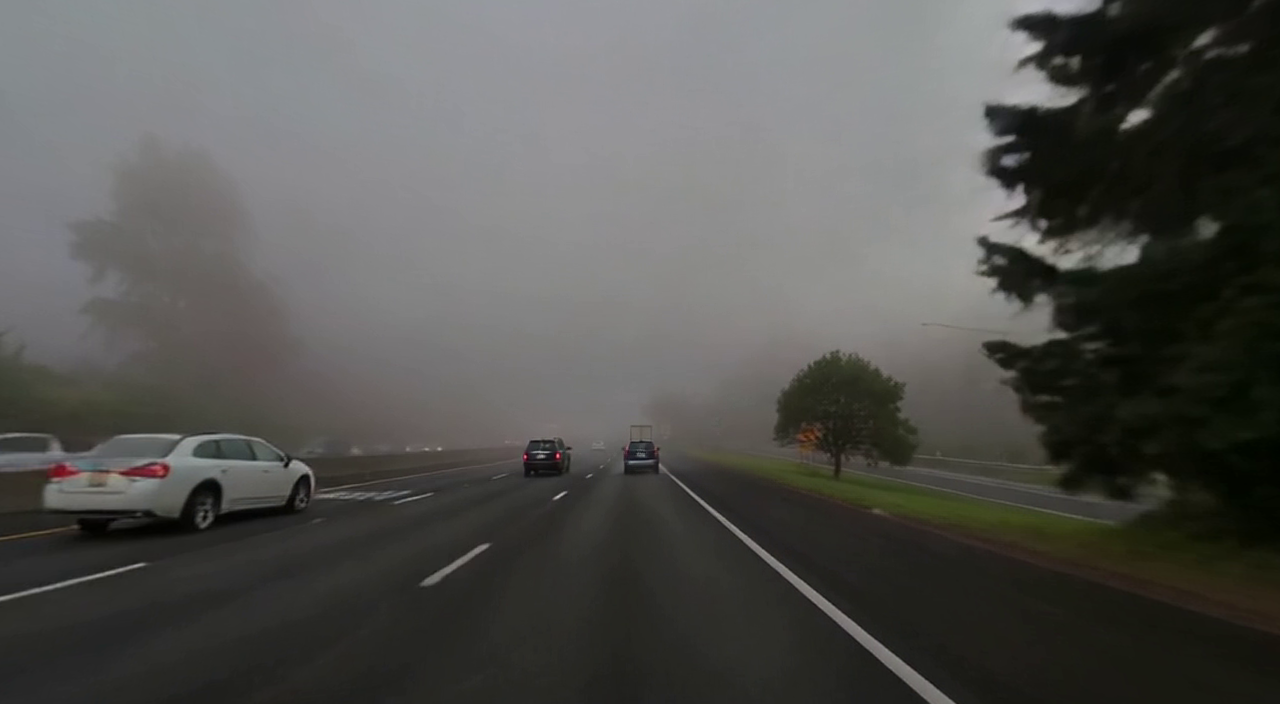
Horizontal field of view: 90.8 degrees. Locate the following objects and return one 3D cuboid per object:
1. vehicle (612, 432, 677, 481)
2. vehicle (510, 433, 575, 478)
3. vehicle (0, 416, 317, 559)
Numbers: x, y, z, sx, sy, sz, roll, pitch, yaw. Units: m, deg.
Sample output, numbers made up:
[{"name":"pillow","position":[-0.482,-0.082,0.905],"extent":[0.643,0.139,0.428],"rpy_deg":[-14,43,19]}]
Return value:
[{"name":"vehicle","position":[0.138,4.131,25.289],"extent":[2.378,1.750,4.355],"rpy_deg":[0,-8,-1]},{"name":"vehicle","position":[-4.014,4.369,26.847],"extent":[2.044,1.717,4.421],"rpy_deg":[0,-8,0]},{"name":"vehicle","position":[-7.363,1.933,9.823],"extent":[2.195,1.652,4.733],"rpy_deg":[0,-8,0]}]
